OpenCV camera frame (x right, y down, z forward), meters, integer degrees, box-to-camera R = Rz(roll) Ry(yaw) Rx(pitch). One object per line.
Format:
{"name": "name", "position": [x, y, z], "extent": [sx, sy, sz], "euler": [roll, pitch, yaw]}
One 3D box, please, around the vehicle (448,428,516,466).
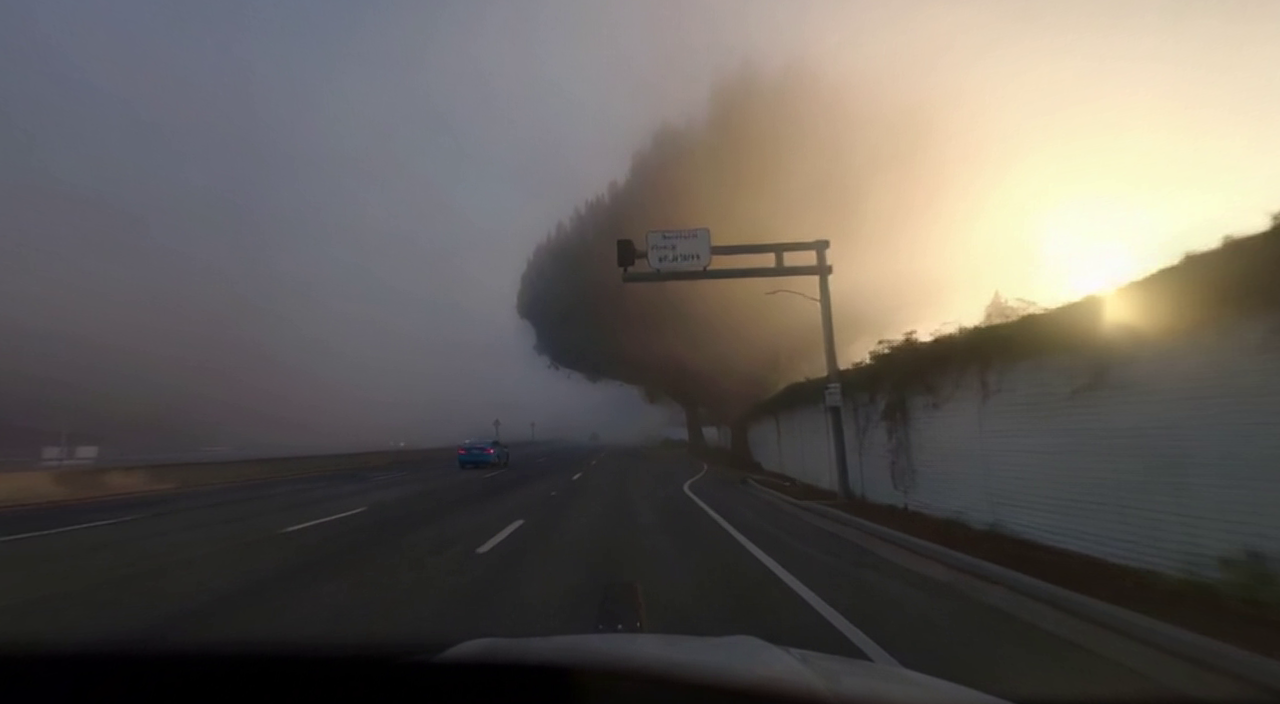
{"name": "vehicle", "position": [-7.688, 4.695, 31.307], "extent": [2.115, 1.711, 4.722], "euler": [0, -8, 0]}
